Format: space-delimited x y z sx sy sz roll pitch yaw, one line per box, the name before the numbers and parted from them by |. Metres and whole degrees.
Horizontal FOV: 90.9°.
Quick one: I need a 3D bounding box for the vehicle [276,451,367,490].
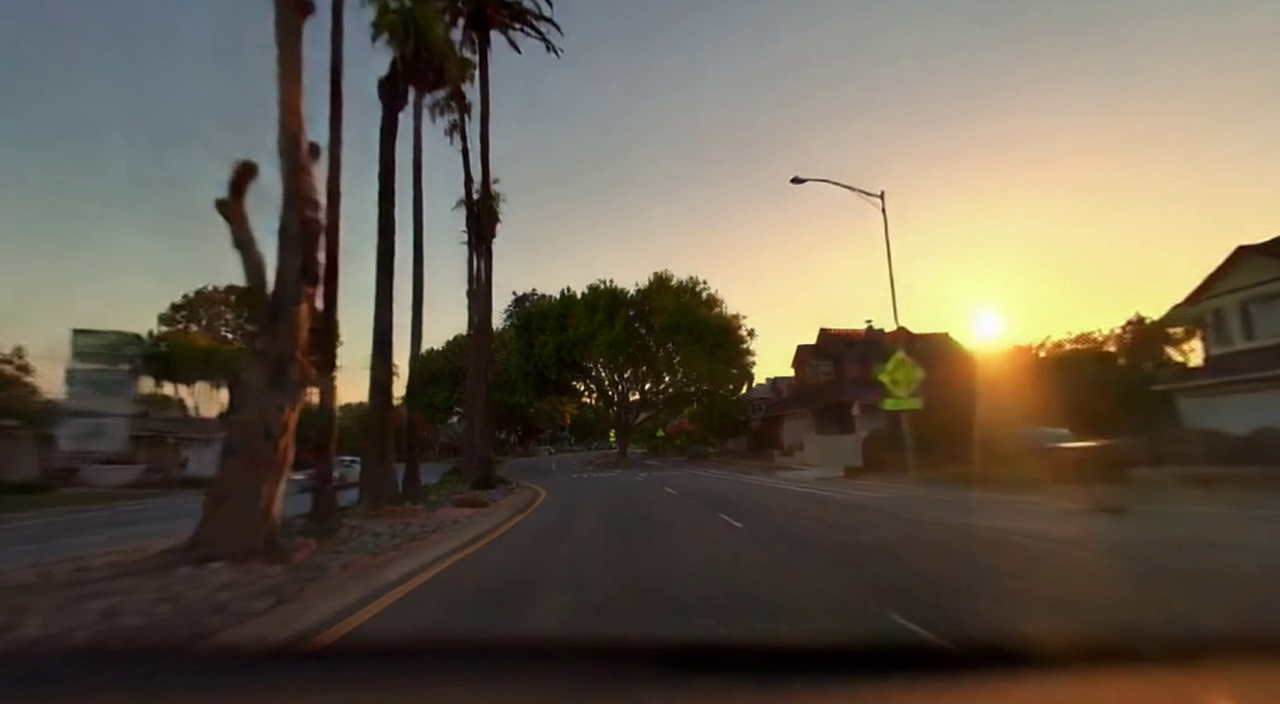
vehicle | -13.733 5.110 27.537 1.965 1.492 4.498 0 -8 -5
